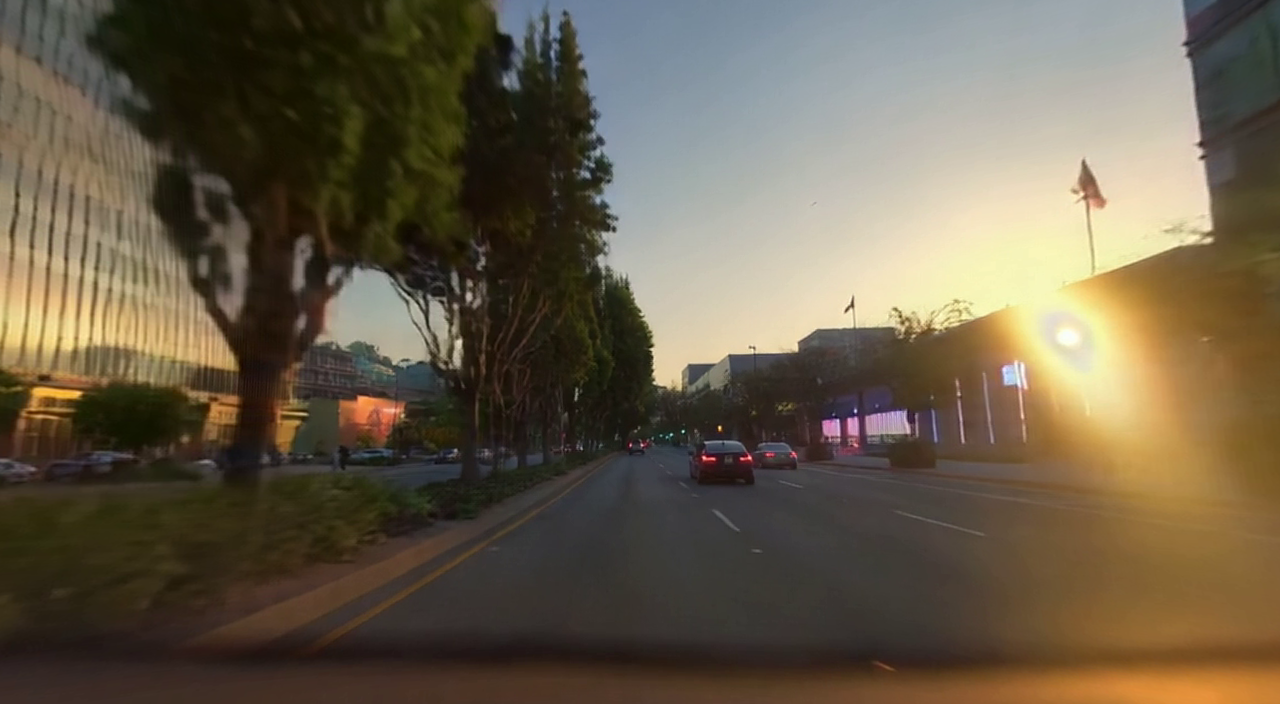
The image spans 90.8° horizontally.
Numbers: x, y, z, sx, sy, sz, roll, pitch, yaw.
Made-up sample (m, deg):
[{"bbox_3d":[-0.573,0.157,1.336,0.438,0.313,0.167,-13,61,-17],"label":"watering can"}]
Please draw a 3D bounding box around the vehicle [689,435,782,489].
[{"bbox_3d":[2.821,3.370,19.760,2.131,1.491,4.496,0,-8,-1],"label":"vehicle"}]
